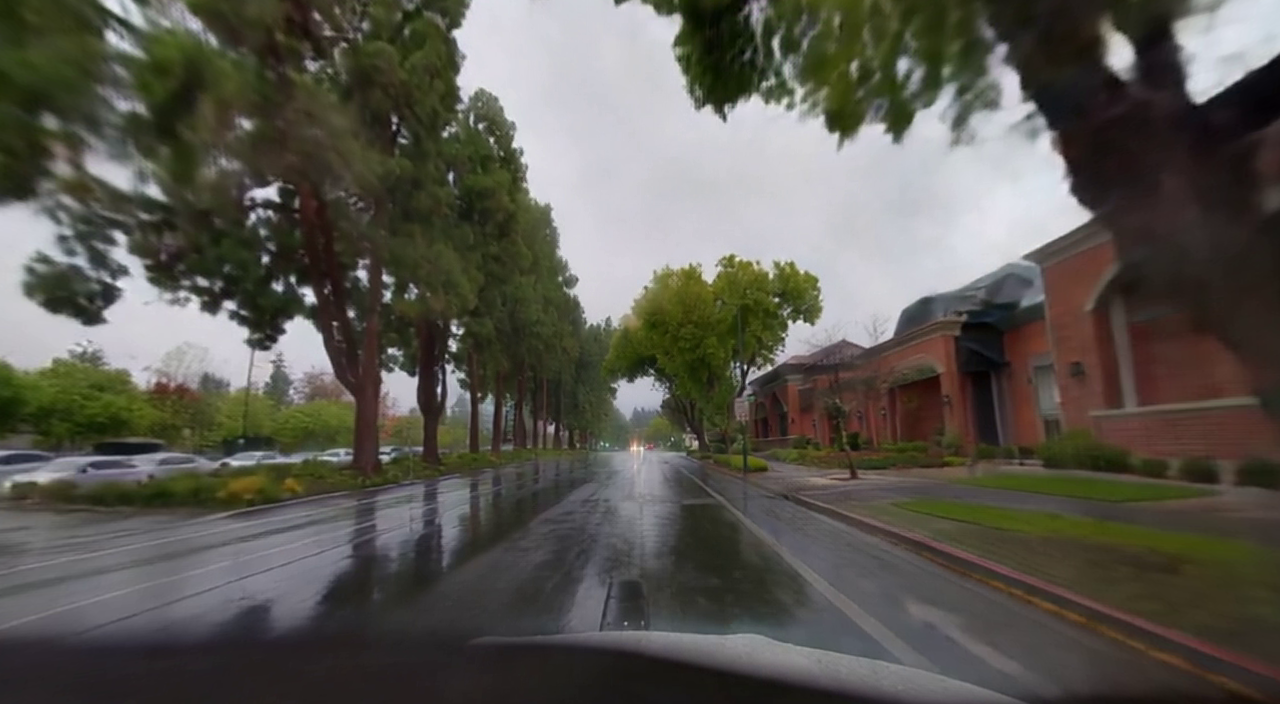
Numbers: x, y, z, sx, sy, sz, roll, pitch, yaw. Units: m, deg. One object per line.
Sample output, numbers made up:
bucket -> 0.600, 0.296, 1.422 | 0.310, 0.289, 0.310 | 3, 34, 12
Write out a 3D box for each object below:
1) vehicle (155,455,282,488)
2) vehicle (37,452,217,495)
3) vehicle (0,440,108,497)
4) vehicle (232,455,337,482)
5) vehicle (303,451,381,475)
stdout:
vehicle -> -19.727, 5.594, 29.648 | 4.503, 1.462, 1.993 | 0, -9, -1
vehicle -> -19.456, 4.617, 24.098 | 5.091, 1.530, 1.982 | 0, -9, -1
vehicle -> -19.208, 3.453, 18.878 | 4.699, 1.558, 2.113 | 0, -10, 4
vehicle -> -19.454, 6.367, 34.644 | 4.567, 1.402, 1.910 | 0, -9, 0
vehicle -> -19.016, 7.109, 40.372 | 4.005, 1.433, 1.953 | 0, -9, 0
